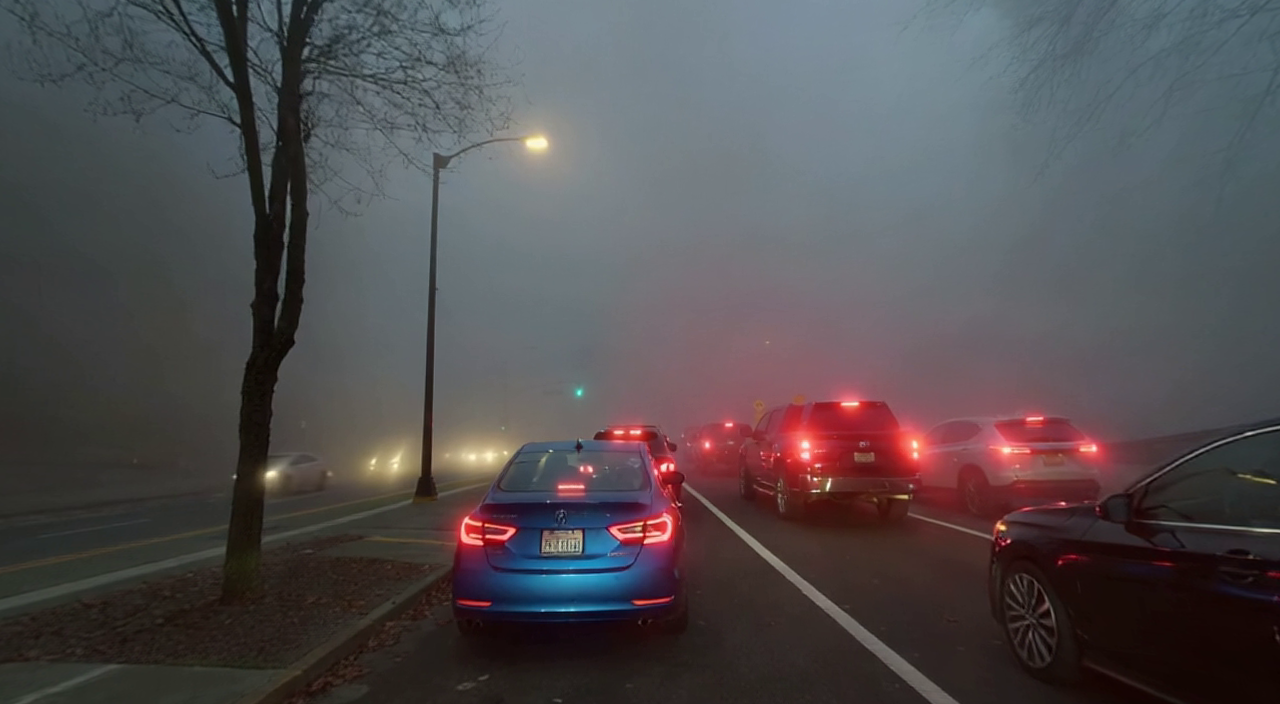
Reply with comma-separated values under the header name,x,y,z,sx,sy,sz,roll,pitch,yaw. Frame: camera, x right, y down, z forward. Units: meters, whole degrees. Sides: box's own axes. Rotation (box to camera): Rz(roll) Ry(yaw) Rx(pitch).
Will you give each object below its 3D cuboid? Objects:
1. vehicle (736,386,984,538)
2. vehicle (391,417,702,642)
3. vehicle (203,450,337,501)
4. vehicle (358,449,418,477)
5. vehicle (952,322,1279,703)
name,x,y,z,sx,sy,sz,roll,pitch,yaw
vehicle,3.513,1.959,11.699,2.444,2.098,5.766,0,-9,-1
vehicle,-0.581,1.501,6.338,2.111,1.506,4.018,0,-9,2
vehicle,-12.574,4.170,21.743,1.882,1.538,4.382,0,-8,1
vehicle,-15.977,7.024,40.066,2.000,1.656,4.160,0,-8,1
vehicle,3.154,0.759,2.085,1.982,1.709,4.427,0,-9,1
